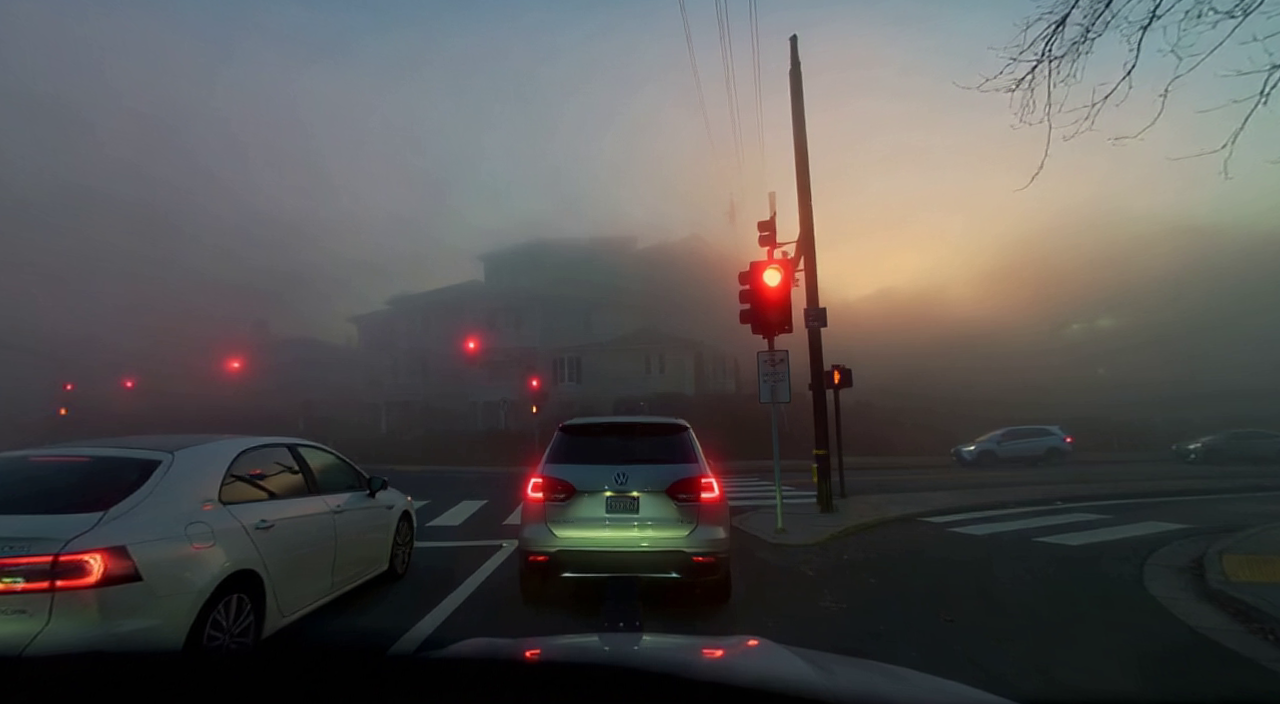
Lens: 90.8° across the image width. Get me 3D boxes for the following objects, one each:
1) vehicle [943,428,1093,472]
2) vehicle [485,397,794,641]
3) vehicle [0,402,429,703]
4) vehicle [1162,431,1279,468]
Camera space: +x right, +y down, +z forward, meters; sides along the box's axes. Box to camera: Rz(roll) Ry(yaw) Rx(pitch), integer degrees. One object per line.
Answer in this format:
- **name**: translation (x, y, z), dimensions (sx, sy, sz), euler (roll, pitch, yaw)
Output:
- **vehicle**: translation (15.679, 4.093, 26.489), dimensions (4.887, 1.769, 2.035), euler (-1, -9, 6)
- **vehicle**: translation (-0.147, 1.470, 6.564), dimensions (2.154, 1.670, 4.140), euler (1, -9, -5)
- **vehicle**: translation (-3.294, 1.269, 4.693), dimensions (2.035, 1.492, 4.415), euler (0, -9, -2)
- **vehicle**: translation (27.030, 4.424, 28.730), dimensions (4.639, 1.621, 1.867), euler (-1, -9, 7)
